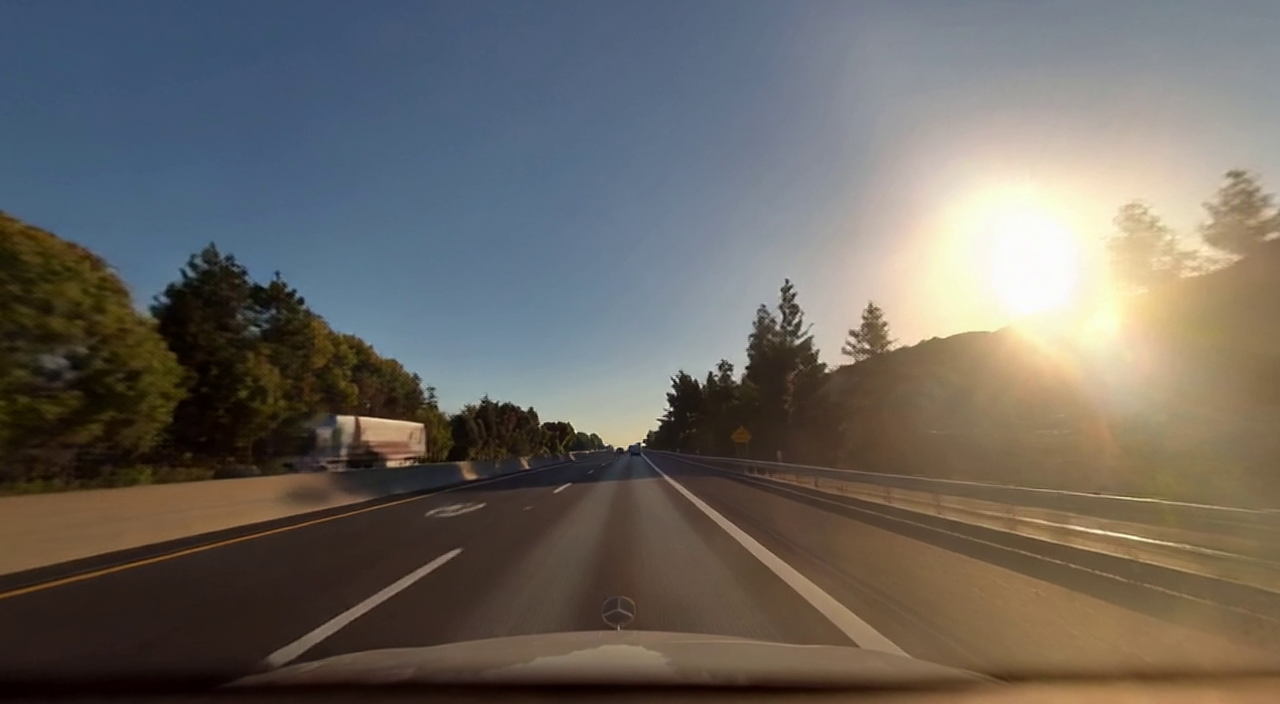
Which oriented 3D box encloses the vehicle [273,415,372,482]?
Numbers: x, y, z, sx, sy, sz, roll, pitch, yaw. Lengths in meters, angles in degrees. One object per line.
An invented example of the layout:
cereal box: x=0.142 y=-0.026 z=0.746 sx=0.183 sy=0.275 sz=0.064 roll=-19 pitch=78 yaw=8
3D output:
vehicle: x=-19.867 y=6.114 z=39.739 sx=2.999 sy=3.854 sz=6.122 roll=0 pitch=-9 yaw=-1
